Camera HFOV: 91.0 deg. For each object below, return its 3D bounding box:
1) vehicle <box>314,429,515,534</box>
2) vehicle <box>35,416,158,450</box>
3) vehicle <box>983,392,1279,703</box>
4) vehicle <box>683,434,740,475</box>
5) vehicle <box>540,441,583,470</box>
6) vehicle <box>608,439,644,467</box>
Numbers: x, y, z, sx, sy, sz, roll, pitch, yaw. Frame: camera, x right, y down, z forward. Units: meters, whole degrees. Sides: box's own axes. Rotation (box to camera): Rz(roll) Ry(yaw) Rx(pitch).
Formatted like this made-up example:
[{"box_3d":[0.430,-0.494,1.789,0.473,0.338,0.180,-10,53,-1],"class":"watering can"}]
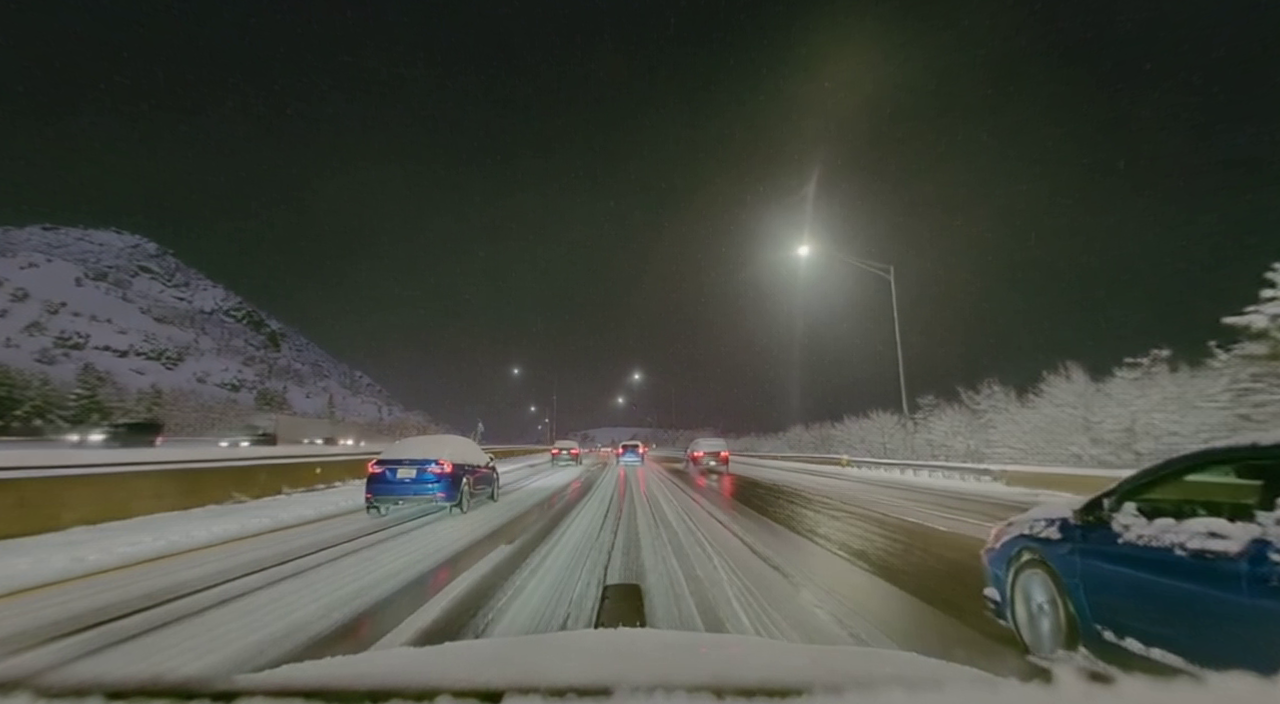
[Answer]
[{"box_3d":[-3.735,2.220,11.383,1.993,1.500,4.248,0,-9,1],"class":"vehicle"},{"box_3d":[-31.496,4.794,36.839,1.999,1.766,5.898,0,-9,-1],"class":"vehicle"},{"box_3d":[3.391,0.848,1.839,2.136,1.511,4.706,0,-9,0],"class":"vehicle"},{"box_3d":[3.402,5.009,30.899,2.222,1.820,4.733,0,-9,-1],"class":"vehicle"},{"box_3d":[-4.160,5.568,33.931,1.796,1.464,3.839,0,-9,0],"class":"vehicle"},{"box_3d":[-0.836,6.266,39.175,2.147,1.572,4.094,0,-9,0],"class":"vehicle"}]
